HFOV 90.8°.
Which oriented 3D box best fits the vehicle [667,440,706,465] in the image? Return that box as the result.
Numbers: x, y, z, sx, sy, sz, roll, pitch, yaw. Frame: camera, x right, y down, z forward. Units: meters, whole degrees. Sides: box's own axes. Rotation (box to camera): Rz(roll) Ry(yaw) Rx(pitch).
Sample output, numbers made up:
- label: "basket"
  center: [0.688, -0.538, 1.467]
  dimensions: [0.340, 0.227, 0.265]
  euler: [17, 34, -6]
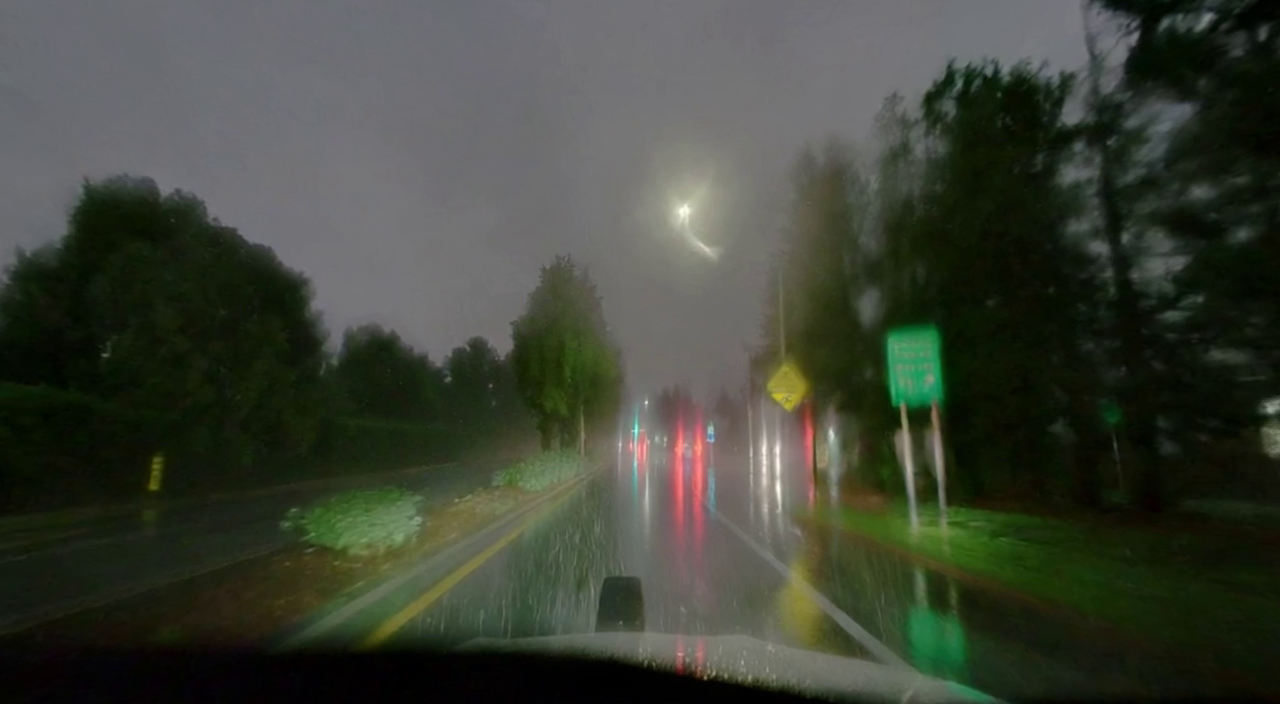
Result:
- label: "vehicle"
  center: [3.369, 7.422, 46.582]
  dimensions: [2.183, 1.744, 4.424]
  euler: [0, -9, -4]
